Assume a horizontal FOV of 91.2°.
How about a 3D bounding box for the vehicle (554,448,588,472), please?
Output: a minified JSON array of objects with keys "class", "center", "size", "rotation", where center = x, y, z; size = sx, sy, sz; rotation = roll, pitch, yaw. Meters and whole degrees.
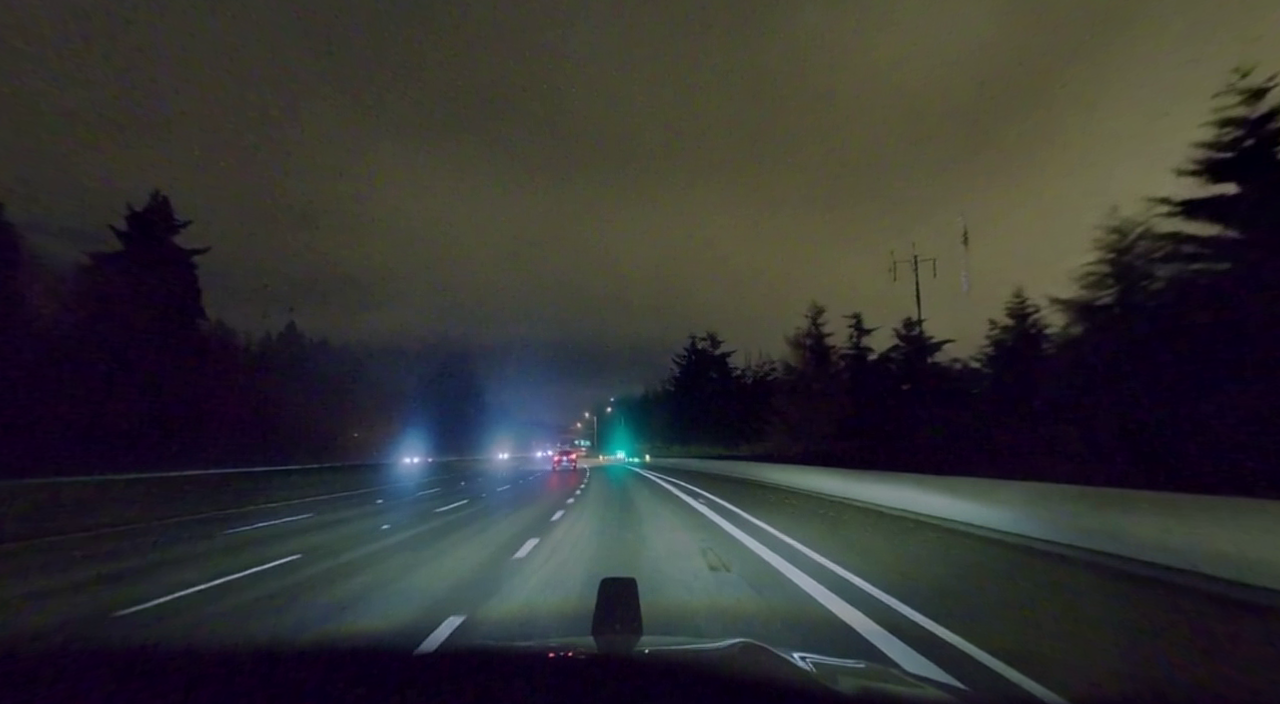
[{"class":"vehicle","center":[-4.943,7.772,45.352],"size":[2.248,1.619,3.848],"rotation":[0,-9,-4]}]
